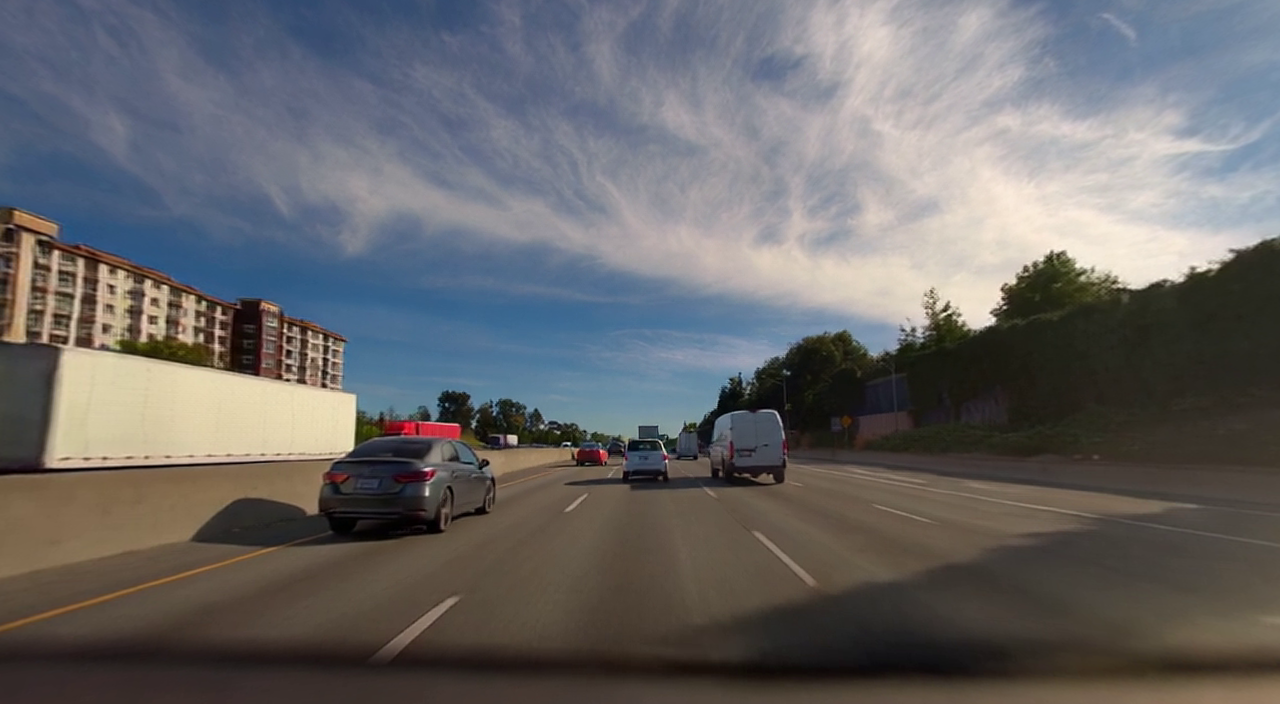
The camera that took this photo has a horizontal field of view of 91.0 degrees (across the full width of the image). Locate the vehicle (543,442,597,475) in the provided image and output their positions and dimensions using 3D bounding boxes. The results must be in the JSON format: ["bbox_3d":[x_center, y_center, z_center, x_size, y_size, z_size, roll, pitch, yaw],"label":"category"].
[{"bbox_3d":[-3.299,5.094,30.402,2.062,1.459,4.365,0,-9,1],"label":"vehicle"}]

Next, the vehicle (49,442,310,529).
[{"bbox_3d":[-9.022,2.604,12.996,1.937,1.450,4.569,0,-9,0],"label":"vehicle"}]

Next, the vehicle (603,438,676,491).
[{"bbox_3d":[-0.034,3.464,19.742,2.053,1.461,3.941,0,-9,0],"label":"vehicle"}]

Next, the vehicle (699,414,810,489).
[{"bbox_3d":[3.499,3.232,20.611,2.460,2.086,5.576,0,-9,-1],"label":"vehicle"}]

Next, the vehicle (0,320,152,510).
[{"bbox_3d":[-15.269,1.297,13.084,3.043,4.038,8.794,0,-9,0],"label":"vehicle"}]

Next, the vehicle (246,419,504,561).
[{"bbox_3d":[-3.497,1.900,9.382,1.956,1.602,4.258,0,-9,0],"label":"vehicle"}]
